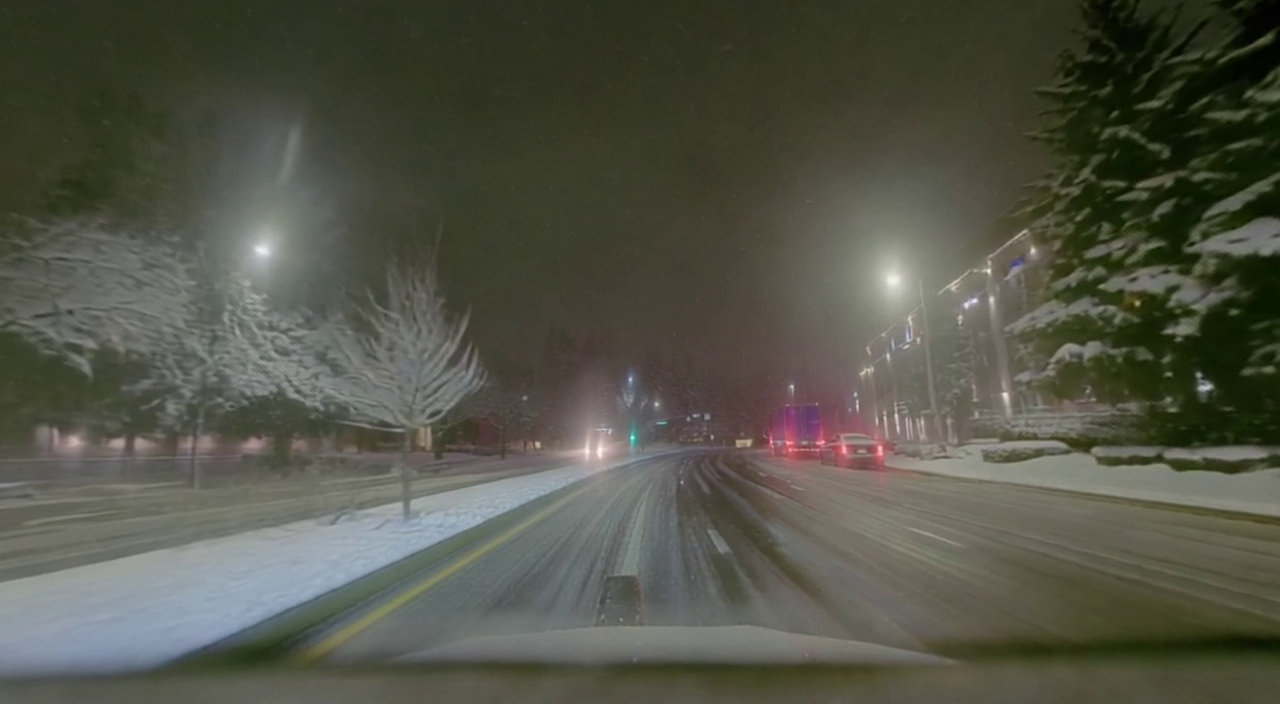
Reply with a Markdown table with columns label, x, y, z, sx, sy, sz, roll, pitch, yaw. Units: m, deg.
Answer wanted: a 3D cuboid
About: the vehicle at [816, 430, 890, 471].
| label | x | y | z | sx | sy | sz | roll | pitch | yaw |
| --- | --- | --- | --- | --- | --- | --- | --- | --- | --- |
| vehicle | 10.982 | 5.154 | 33.114 | 2.200 | 1.944 | 5.935 | -1 | -8 | 4 |
